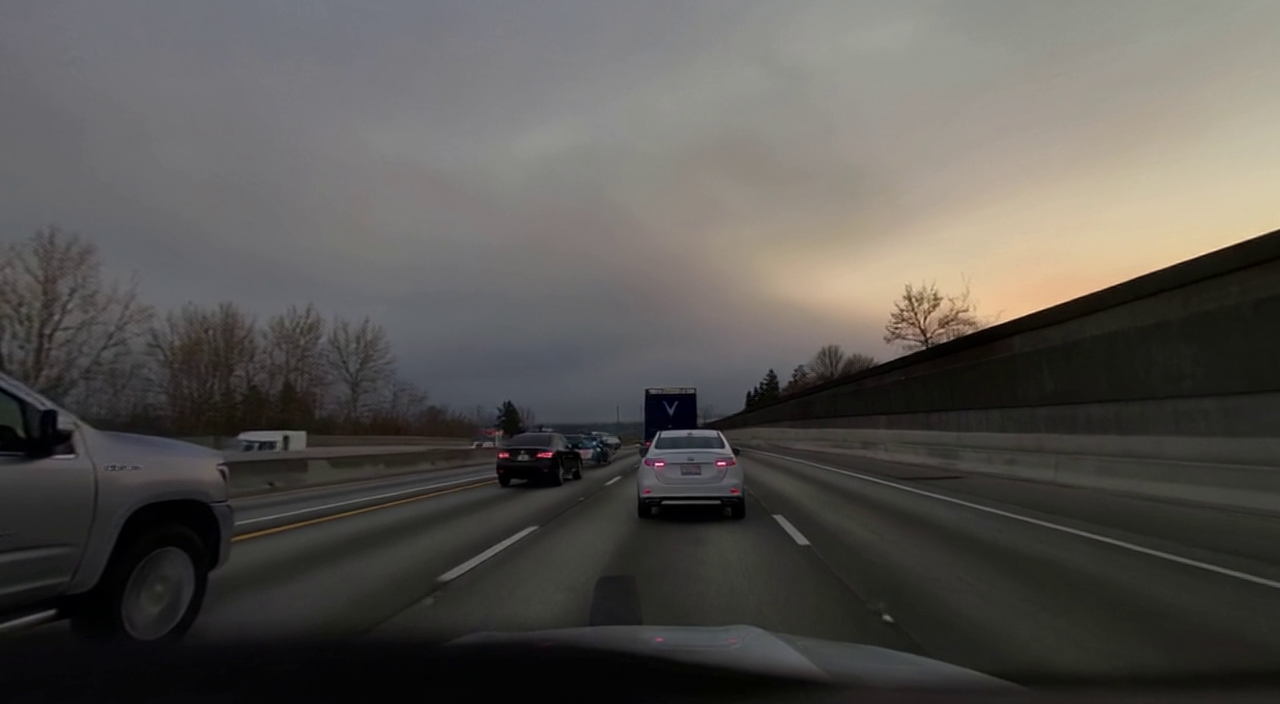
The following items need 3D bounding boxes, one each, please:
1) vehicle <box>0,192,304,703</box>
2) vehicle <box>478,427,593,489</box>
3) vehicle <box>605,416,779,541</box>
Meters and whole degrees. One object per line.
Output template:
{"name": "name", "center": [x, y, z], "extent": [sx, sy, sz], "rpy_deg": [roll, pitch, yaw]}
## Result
{"name": "vehicle", "center": [-4.160, 0.413, 2.249], "extent": [2.386, 2.435, 5.831], "rpy_deg": [-1, -8, 4]}
{"name": "vehicle", "center": [-2.676, 2.834, 17.281], "extent": [2.087, 1.457, 4.313], "rpy_deg": [-1, -8, 5]}
{"name": "vehicle", "center": [0.805, 1.804, 9.720], "extent": [2.089, 1.485, 4.153], "rpy_deg": [-1, -8, 5]}
